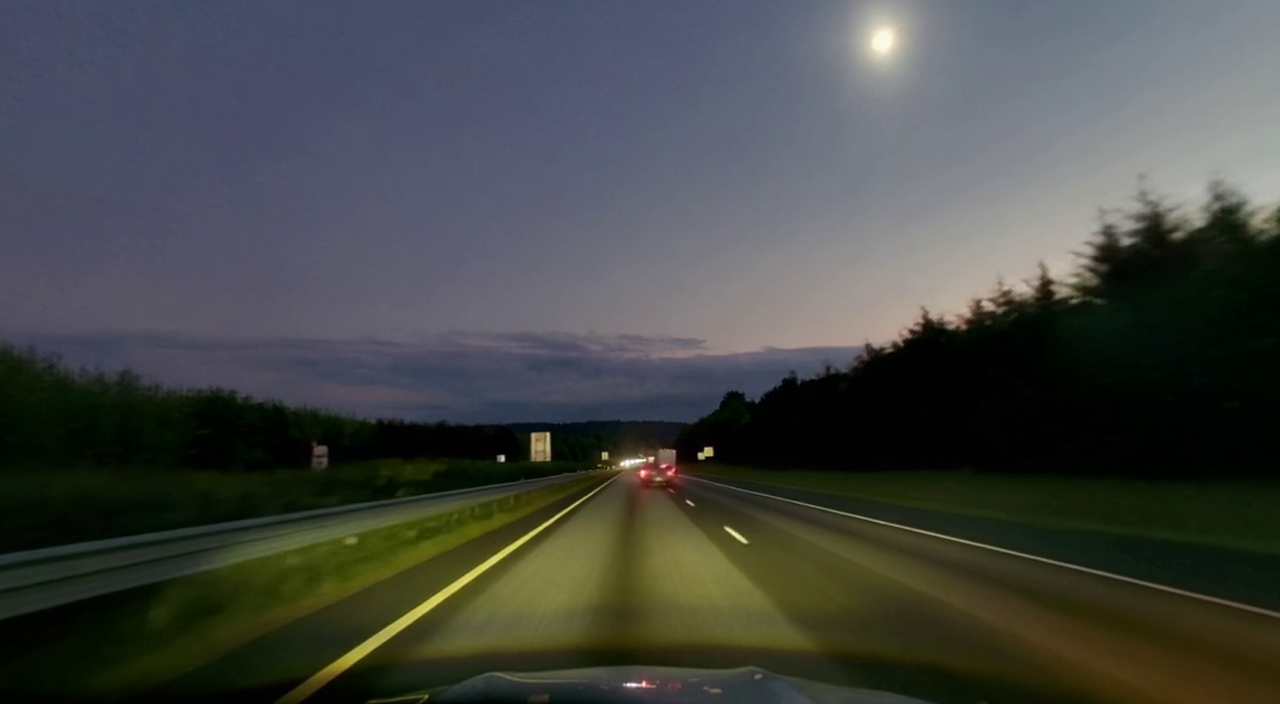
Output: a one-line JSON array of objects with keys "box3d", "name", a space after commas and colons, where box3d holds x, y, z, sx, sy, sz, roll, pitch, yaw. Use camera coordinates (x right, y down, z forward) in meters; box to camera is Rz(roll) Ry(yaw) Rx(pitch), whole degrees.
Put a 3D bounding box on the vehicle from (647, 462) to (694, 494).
[{"box3d": [1.479, 6.332, 31.880, 1.976, 1.467, 3.783, 1, -10, -3], "name": "vehicle"}]
